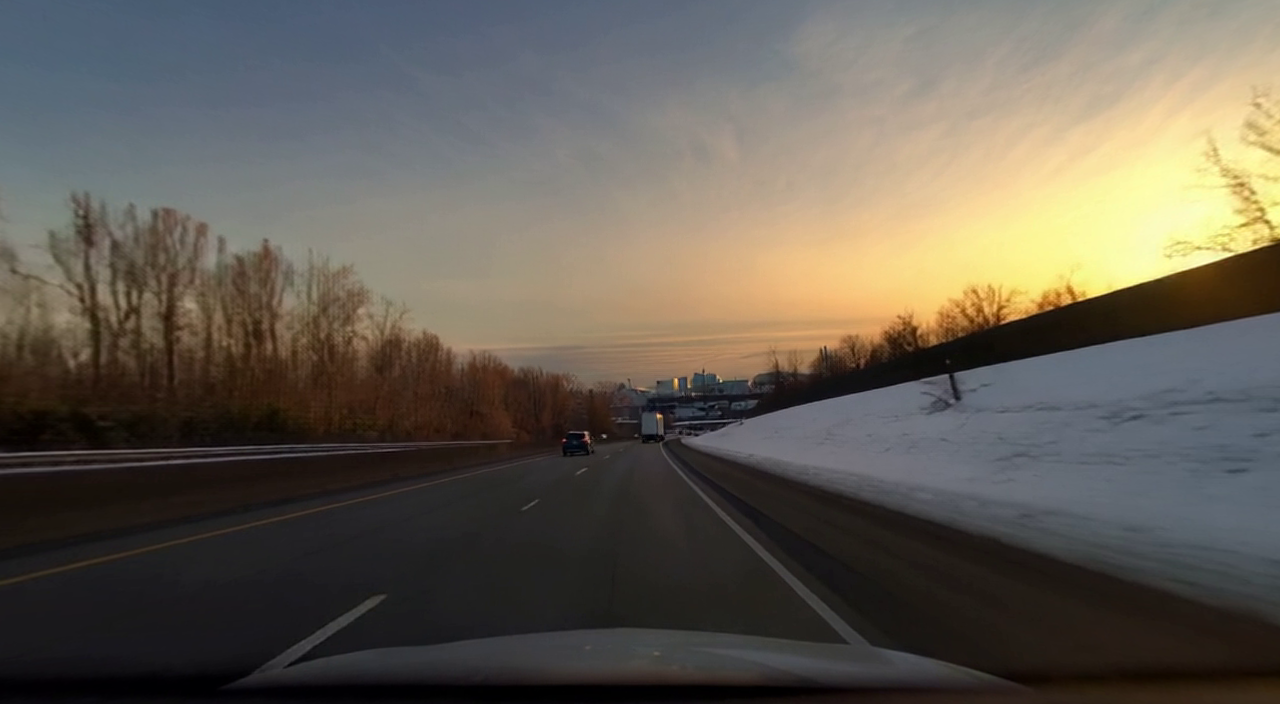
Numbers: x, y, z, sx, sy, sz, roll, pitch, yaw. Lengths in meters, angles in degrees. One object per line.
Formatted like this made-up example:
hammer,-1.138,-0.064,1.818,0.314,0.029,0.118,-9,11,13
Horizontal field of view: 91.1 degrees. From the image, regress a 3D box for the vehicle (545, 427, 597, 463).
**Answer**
vehicle,-3.329,4.586,31.185,2.018,1.678,4.312,0,-8,1
